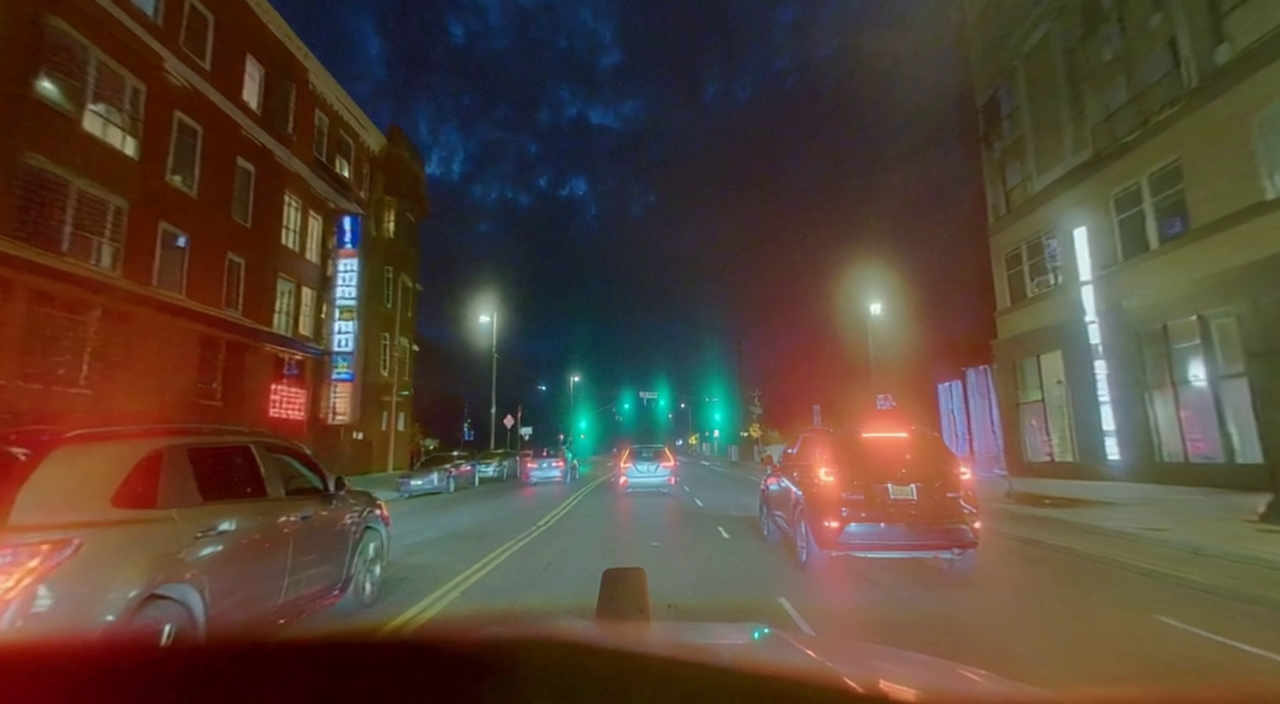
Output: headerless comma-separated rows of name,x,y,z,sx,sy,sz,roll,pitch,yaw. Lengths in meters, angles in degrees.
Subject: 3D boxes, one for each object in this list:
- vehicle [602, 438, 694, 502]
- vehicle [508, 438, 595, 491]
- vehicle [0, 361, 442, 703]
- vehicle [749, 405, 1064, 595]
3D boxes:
vehicle,0.179,3.077,16.850,2.139,1.466,4.373,0,-9,0
vehicle,-2.705,3.607,20.520,2.019,1.507,4.643,0,-9,2
vehicle,-3.022,1.143,4.080,2.085,1.619,3.976,0,-9,1
vehicle,2.805,1.690,8.001,2.094,1.709,4.394,0,-9,1
